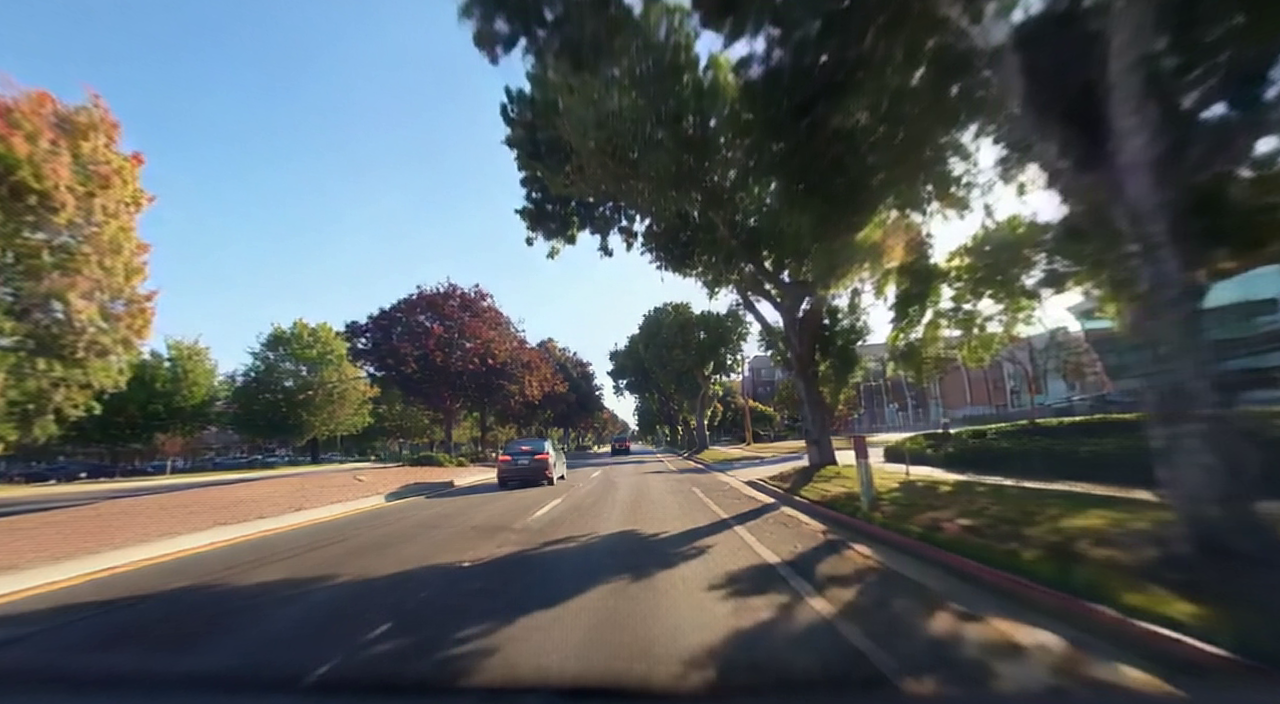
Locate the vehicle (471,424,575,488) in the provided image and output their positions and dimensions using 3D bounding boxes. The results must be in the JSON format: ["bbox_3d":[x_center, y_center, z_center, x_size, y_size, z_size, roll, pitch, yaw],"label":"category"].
[{"bbox_3d":[-3.421,3.147,19.511,2.202,1.685,4.772,-1,-8,1],"label":"vehicle"}]
